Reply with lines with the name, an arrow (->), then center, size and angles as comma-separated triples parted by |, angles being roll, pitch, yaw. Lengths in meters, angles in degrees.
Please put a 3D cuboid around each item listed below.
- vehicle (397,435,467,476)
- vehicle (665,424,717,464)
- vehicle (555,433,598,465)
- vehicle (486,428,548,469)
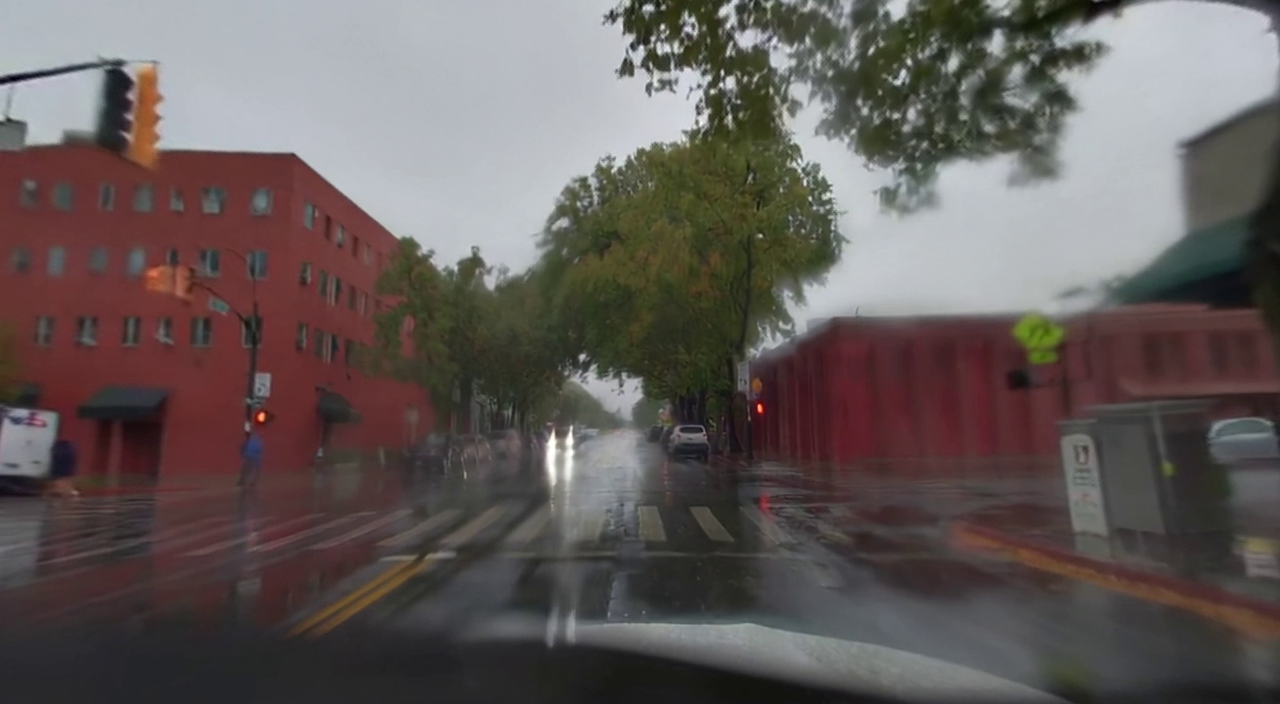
vehicle -> -9.980, 4.979, 30.671 | 2.216, 1.804, 4.526 | 1, -8, -5
vehicle -> 2.971, 5.532, 37.990 | 2.557, 2.188, 5.164 | 0, -8, -2
vehicle -> -3.349, 5.205, 33.989 | 2.033, 1.596, 4.142 | 0, -8, -2
vehicle -> -6.047, 4.831, 31.584 | 2.242, 1.887, 4.924 | 0, -8, -2
